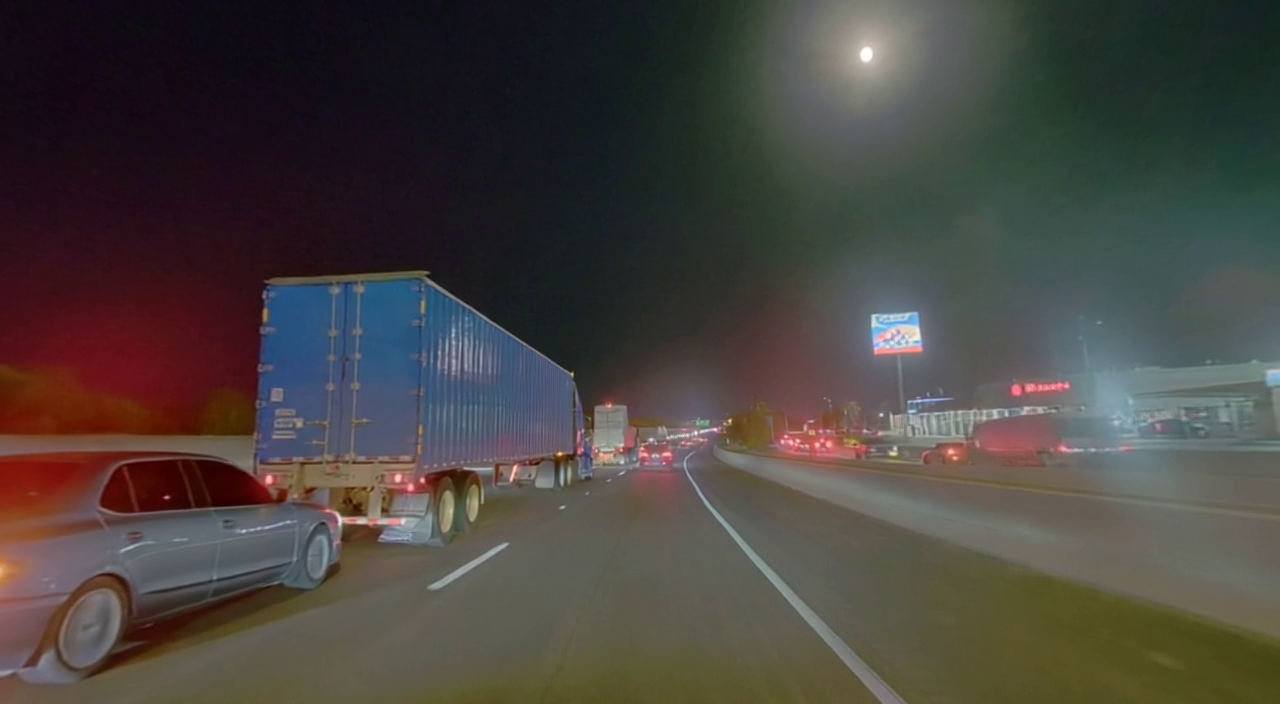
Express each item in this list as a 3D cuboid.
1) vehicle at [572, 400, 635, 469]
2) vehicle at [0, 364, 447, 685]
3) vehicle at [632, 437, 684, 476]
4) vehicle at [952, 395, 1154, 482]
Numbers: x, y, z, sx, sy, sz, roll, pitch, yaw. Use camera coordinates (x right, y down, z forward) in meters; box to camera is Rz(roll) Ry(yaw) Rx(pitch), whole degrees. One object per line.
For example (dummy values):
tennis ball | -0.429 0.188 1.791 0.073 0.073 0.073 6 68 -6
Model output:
vehicle | -2.114 5.412 40.788 3.073 3.894 9.782 -1 -9 3
vehicle | -3.655 1.193 5.327 2.896 1.779 3.441 0 -8 0
vehicle | 0.837 4.718 28.670 2.178 1.640 4.071 -1 -9 3
vehicle | 14.199 3.138 22.557 2.679 2.597 7.126 -1 -8 3
